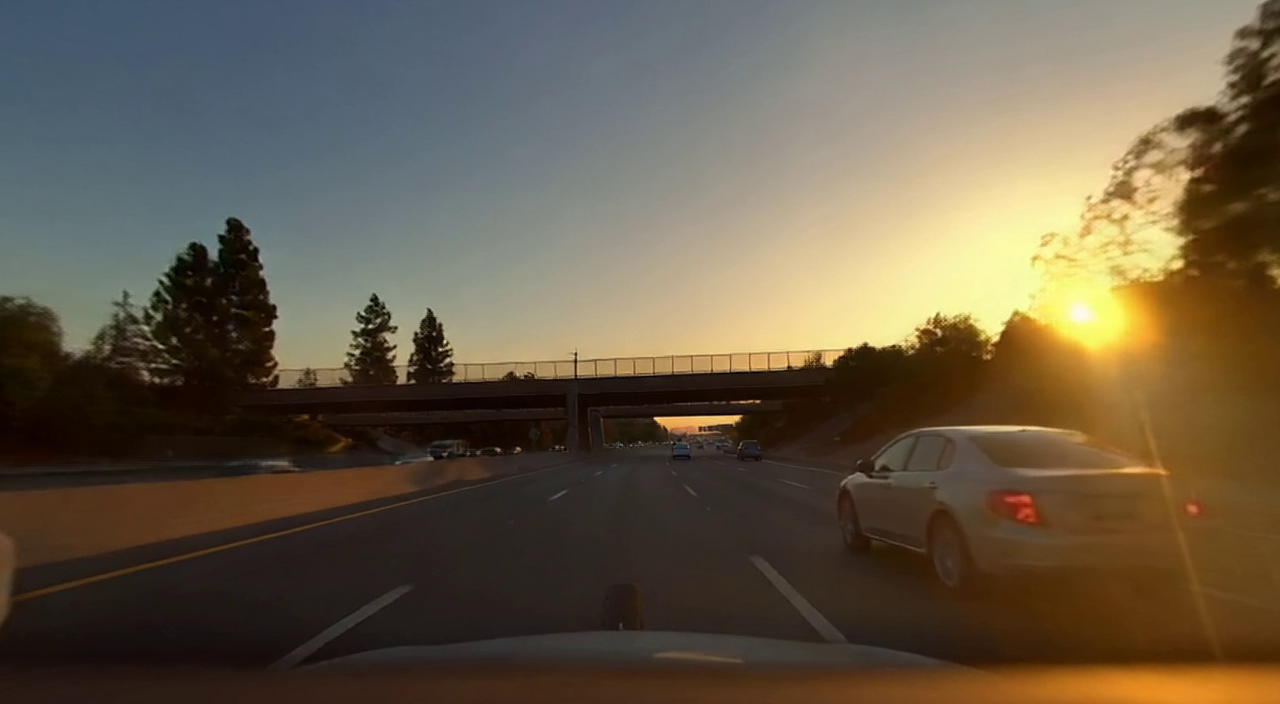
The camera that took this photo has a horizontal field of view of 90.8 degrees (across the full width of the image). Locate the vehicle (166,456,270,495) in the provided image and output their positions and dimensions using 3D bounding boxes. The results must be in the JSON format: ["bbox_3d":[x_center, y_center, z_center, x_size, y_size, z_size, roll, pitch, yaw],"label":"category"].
[{"bbox_3d":[-18.243,5.329,27.564,1.806,1.536,3.839,0,-9,1],"label":"vehicle"}]

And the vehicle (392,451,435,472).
[{"bbox_3d":[-17.464,8.428,48.879,1.851,1.546,3.900,0,-9,1],"label":"vehicle"}]

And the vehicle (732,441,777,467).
[{"bbox_3d":[7.134,6.397,39.649,1.989,1.529,4.375,0,-9,0],"label":"vehicle"}]

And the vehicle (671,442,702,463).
[{"bbox_3d":[3.430,7.543,47.390,1.981,1.471,4.342,0,-9,1],"label":"vehicle"}]

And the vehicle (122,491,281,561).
[{"bbox_3d":[-13.582,5.371,20.003,1.851,1.460,4.715,-2,-8,-3],"label":"vehicle"}]

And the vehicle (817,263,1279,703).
[{"bbox_3d":[3.728,1.090,5.346,2.693,2.044,5.882,0,-9,-1],"label":"vehicle"}]
